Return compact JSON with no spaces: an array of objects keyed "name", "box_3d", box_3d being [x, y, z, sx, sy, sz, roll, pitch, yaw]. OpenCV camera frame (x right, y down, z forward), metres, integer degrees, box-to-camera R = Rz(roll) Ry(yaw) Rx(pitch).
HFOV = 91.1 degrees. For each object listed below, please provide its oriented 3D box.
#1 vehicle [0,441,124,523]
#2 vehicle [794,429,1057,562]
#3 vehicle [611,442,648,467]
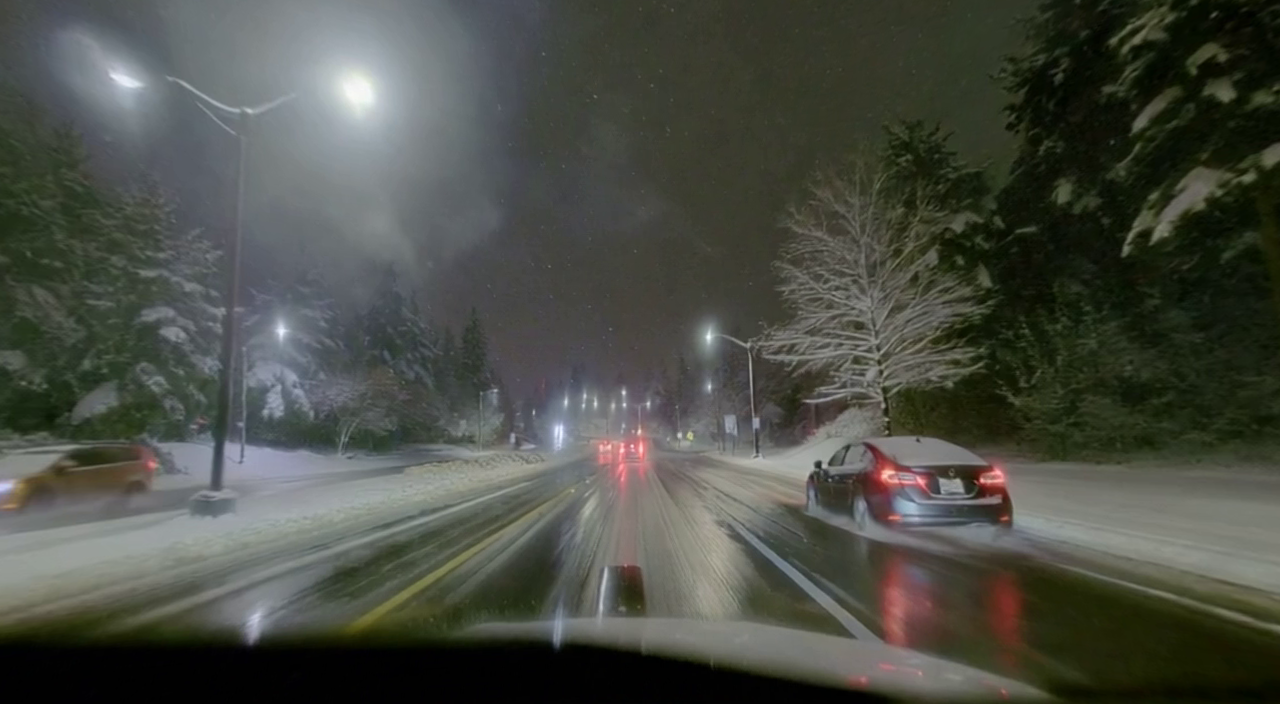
[{"name":"vehicle","box_3d":[-14.422,2.846,13.935,2.010,1.688,4.514,0,-8,0]},{"name":"vehicle","box_3d":[3.850,1.993,9.493,1.913,1.516,4.322,0,-8,0]},{"name":"vehicle","box_3d":[-0.620,6.696,41.209,2.095,1.548,4.264,-1,-8,3]}]
